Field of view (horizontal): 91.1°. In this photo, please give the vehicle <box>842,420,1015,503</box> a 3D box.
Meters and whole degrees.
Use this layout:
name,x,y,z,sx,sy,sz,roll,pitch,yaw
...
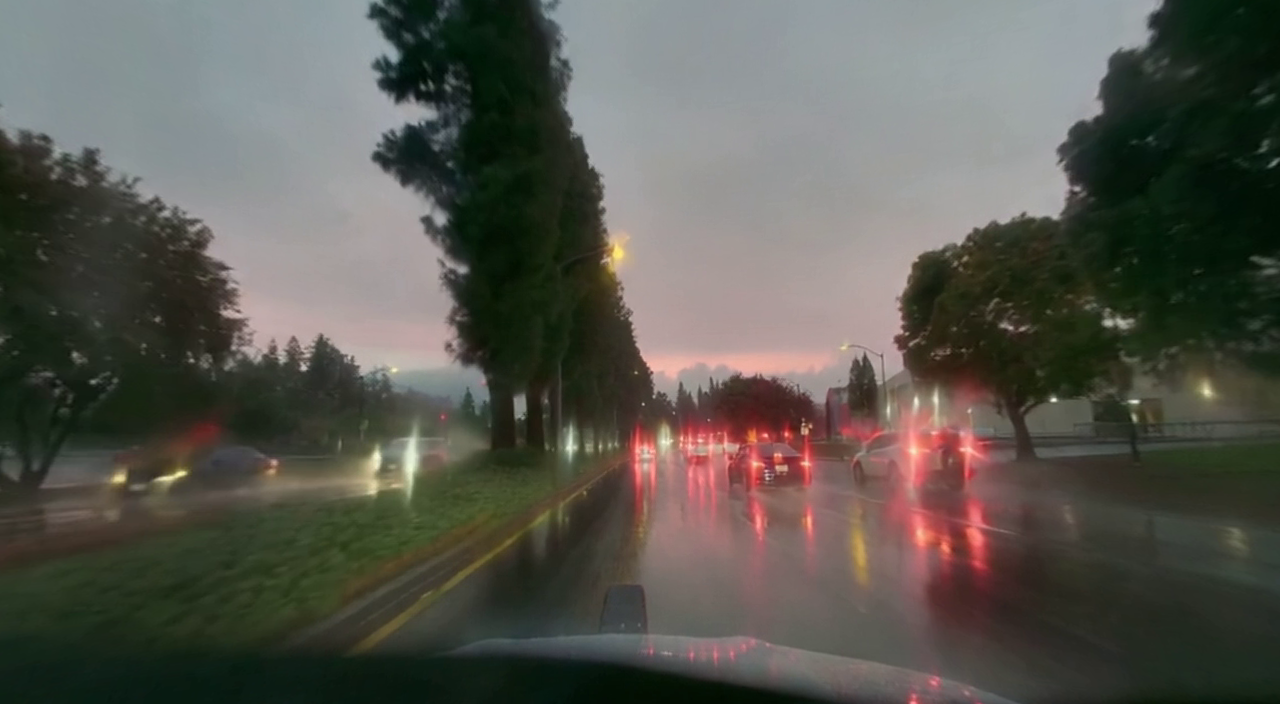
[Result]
name,x,y,z,sx,sy,sz,roll,pitch,yaw
vehicle,7.373,2.873,16.807,2.188,1.840,5.050,0,-9,0

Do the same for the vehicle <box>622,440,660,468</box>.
name,x,y,z,sx,sy,sz,roll,pitch,yaw
vehicle,0.073,6.007,37.115,2.111,1.506,4.018,0,-9,0

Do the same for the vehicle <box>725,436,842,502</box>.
name,x,y,z,sx,sy,sz,roll,pitch,yaw
vehicle,3.631,3.059,16.835,2.010,1.490,4.639,0,-9,-1

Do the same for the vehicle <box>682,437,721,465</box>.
name,x,y,z,sx,sy,sz,roll,pitch,yaw
vehicle,4.085,6.697,42.516,2.130,1.718,4.310,0,-9,-1

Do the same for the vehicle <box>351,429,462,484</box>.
name,x,y,z,sx,sy,sz,roll,pitch,yaw
vehicle,-8.241,3.758,22.731,2.116,1.747,4.727,0,-9,1

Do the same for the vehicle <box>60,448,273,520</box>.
name,x,y,z,sx,sy,sz,roll,pitch,yaw
vehicle,-11.448,3.165,15.677,1.866,1.500,4.361,0,-9,0
